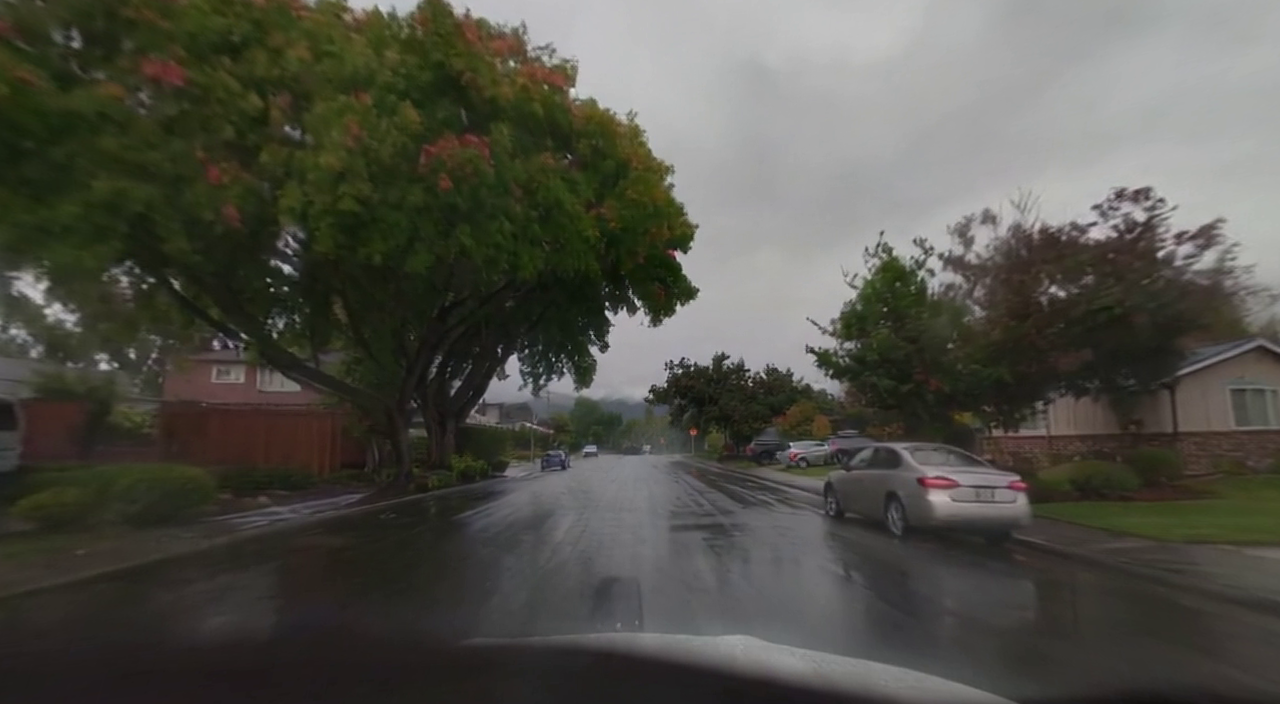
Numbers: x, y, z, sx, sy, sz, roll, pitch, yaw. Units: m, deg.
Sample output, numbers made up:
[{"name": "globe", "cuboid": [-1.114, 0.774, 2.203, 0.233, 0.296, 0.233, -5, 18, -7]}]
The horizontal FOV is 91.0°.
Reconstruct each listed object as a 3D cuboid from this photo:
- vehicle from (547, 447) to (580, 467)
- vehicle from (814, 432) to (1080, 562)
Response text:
[{"name": "vehicle", "cuboid": [-5.894, 8.144, 49.040, 1.904, 1.445, 4.282, -1, -9, 3]}, {"name": "vehicle", "cuboid": [4.260, 2.054, 9.708, 2.011, 1.521, 4.292, 0, -9, 1]}]
